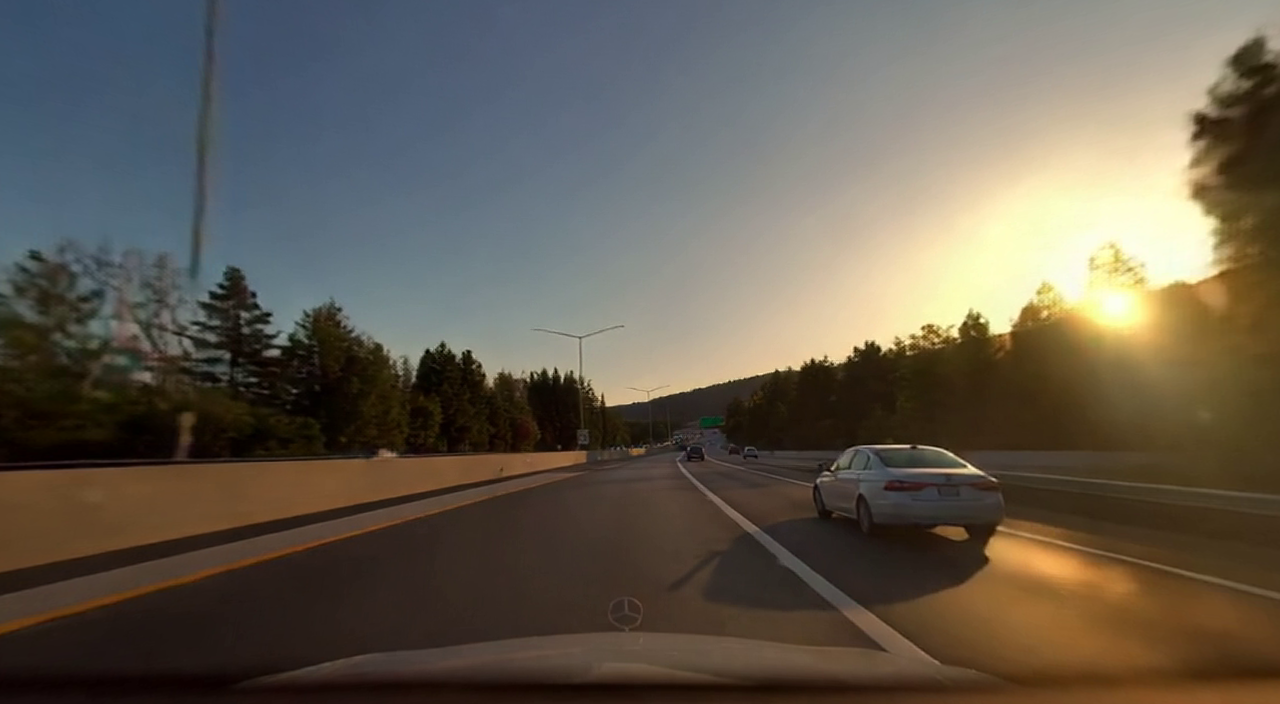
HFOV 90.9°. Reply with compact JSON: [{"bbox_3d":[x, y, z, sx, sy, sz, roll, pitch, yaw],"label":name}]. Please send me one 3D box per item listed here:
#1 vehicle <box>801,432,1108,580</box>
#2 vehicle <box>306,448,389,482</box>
[{"bbox_3d":[3.707,1.876,8.488,1.938,1.456,4.204,0,-9,0],"label":"vehicle"},{"bbox_3d":[-15.557,6.029,33.892,2.005,1.651,4.817,-1,-9,2],"label":"vehicle"}]
